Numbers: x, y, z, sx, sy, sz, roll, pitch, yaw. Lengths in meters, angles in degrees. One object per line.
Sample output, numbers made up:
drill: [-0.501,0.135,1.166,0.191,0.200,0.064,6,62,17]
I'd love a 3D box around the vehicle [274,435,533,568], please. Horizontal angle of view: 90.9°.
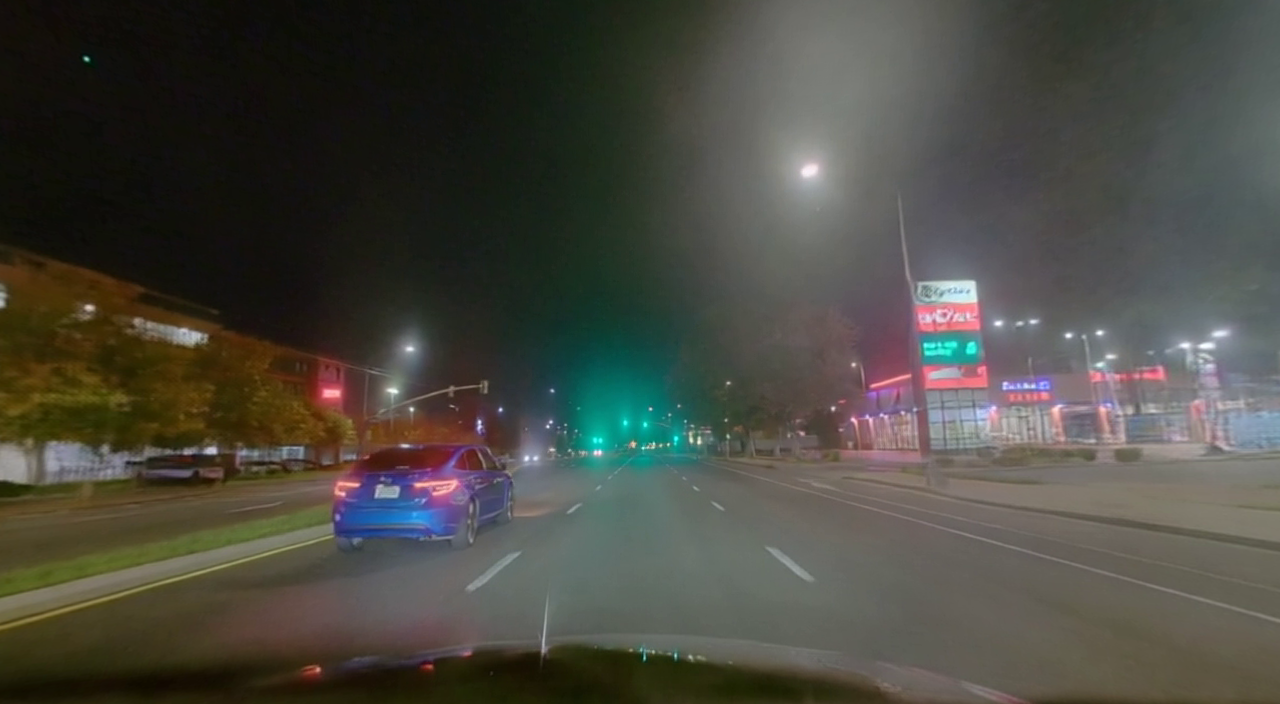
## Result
vehicle: [-3.042,2.021,9.427,2.082,1.460,4.636,0,-8,0]

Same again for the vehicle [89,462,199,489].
vehicle: [-30.909,7.704,39.517,4.960,1.464,2.137,4,-9,-24]
